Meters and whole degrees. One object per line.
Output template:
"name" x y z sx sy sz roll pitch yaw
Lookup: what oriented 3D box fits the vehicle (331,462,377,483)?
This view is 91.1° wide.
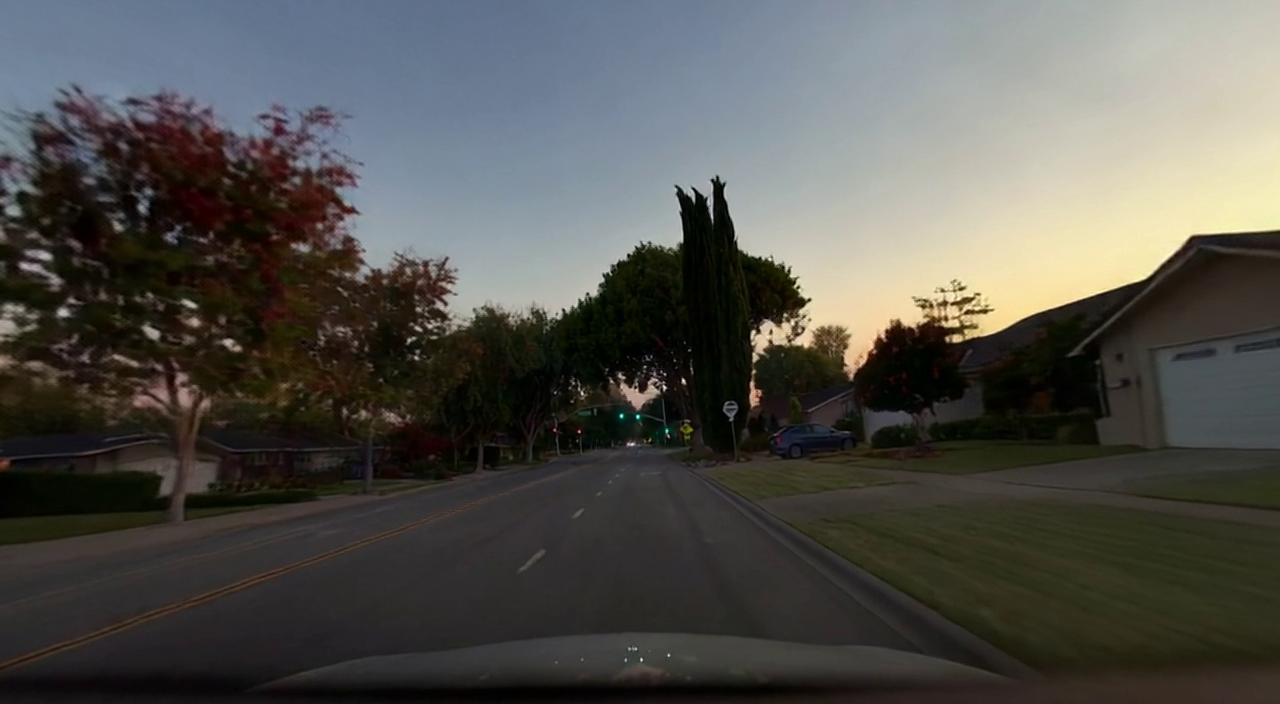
"vehicle" -22.219 9.354 48.861 1.847 1.461 3.659 0 -9 -1

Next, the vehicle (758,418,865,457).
"vehicle" 8.378 4.195 30.753 4.636 1.823 1.997 3 -9 -18
